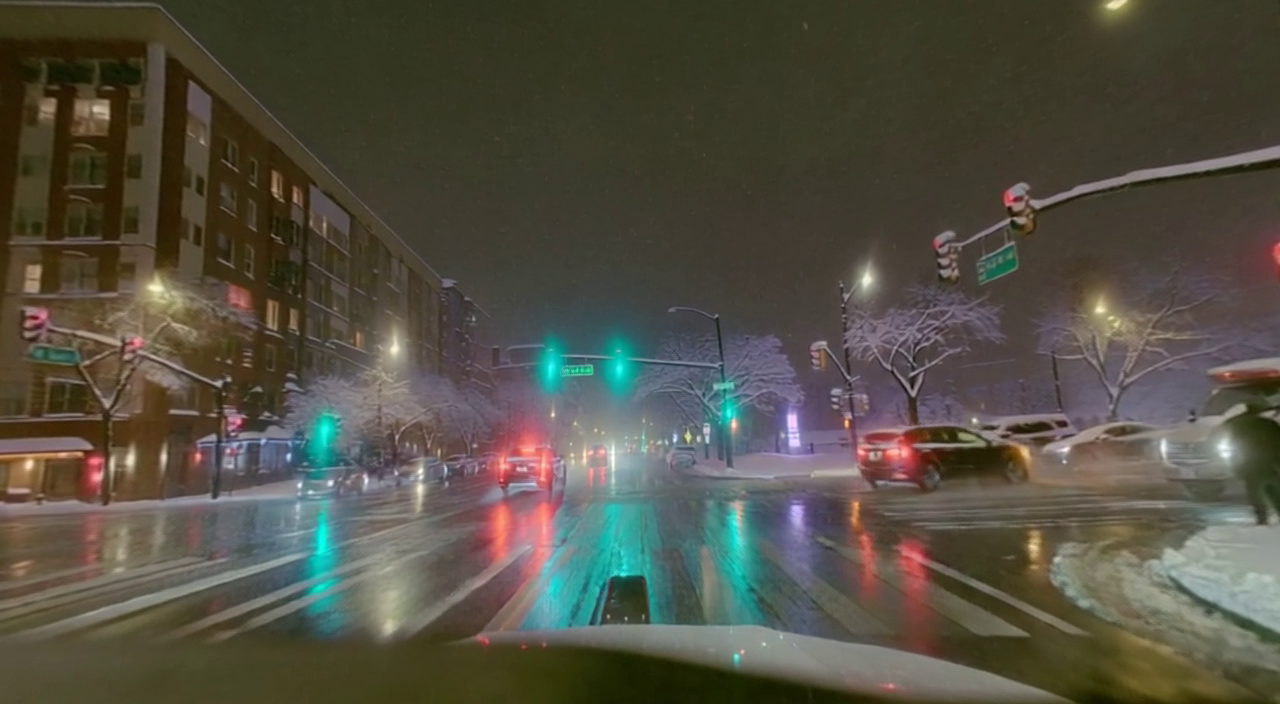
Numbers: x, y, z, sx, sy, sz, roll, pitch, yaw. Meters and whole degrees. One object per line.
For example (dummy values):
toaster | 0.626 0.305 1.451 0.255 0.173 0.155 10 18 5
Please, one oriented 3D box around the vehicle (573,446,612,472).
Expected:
vehicle | -2.858 6.590 38.984 1.916 1.487 4.535 0 -8 2

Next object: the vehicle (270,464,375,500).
vehicle | -15.222 6.239 30.552 1.999 1.466 4.535 -2 -9 14

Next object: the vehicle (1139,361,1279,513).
vehicle | 11.968 1.380 10.321 5.523 2.219 2.251 0 -8 1

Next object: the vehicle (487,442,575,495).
vehicle | -3.298 3.593 19.834 1.973 1.496 3.713 0 -8 2

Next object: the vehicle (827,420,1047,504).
vehicle | 6.348 2.264 13.351 4.540 1.480 2.153 6 -10 -35

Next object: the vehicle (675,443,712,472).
vehicle | 3.395 6.826 40.970 1.924 1.765 3.954 0 -8 -2

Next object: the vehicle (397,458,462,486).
vehicle | -12.309 7.042 37.131 1.934 1.434 4.636 -1 -8 4

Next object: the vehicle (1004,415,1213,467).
vehicle | 14.093 2.711 19.187 4.801 1.497 1.895 0 -8 0

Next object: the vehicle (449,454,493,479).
vehicle | -11.980 8.095 44.919 1.933 1.628 3.973 0 -8 2
